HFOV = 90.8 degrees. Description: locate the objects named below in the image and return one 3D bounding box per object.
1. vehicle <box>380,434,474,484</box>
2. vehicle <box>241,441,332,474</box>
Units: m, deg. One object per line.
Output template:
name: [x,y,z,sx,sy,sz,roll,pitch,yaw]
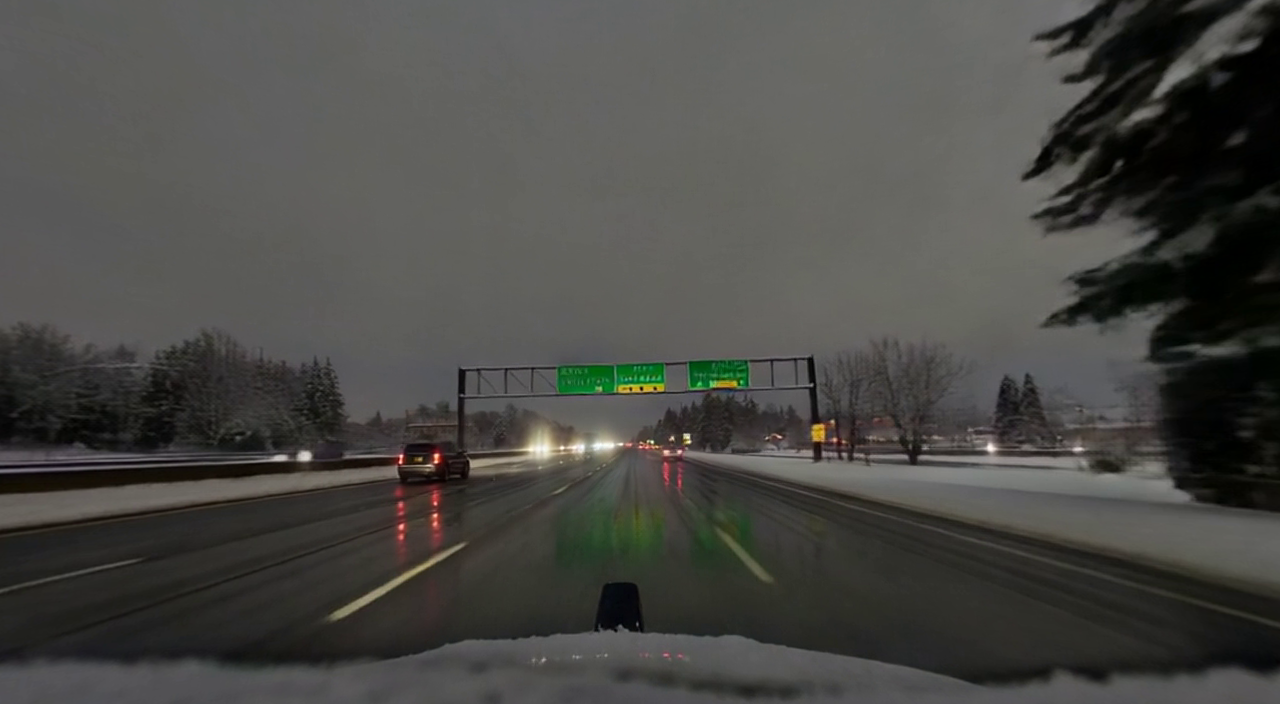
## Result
vehicle: [-8.009,4.061,24.233,2.089,1.724,4.327,0,-9,0]
vehicle: [-17.929,5.340,32.306,2.022,1.536,4.479,0,-9,0]
